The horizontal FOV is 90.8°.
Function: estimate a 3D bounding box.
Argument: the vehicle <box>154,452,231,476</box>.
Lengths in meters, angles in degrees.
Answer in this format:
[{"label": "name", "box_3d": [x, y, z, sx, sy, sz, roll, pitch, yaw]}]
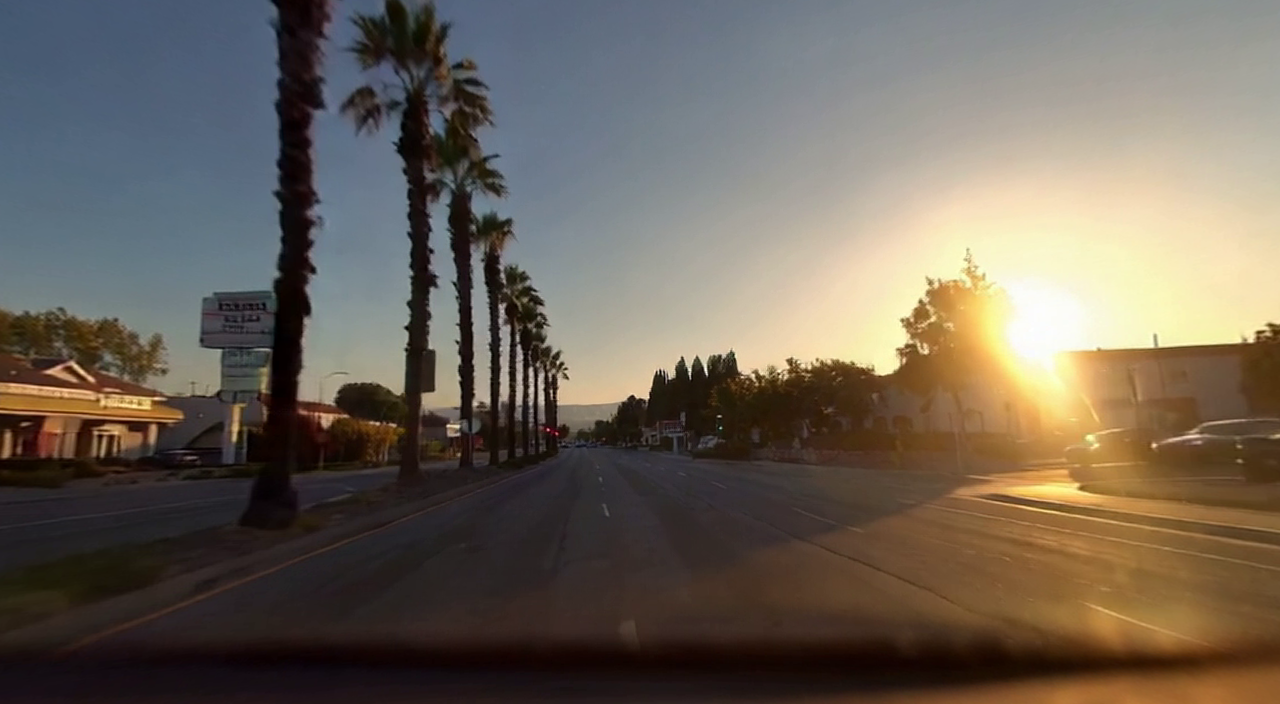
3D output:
[{"label": "vehicle", "box_3d": [-30.174, 7.540, 42.774, 1.945, 1.444, 4.428, -4, -9, 1]}]

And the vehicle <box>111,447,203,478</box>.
[{"label": "vehicle", "box_3d": [-33.140, 7.541, 43.606, 2.236, 1.982, 5.467, 0, -8, -4]}]

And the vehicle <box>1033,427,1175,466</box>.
[{"label": "vehicle", "box_3d": [18.665, 3.794, 25.510, 4.382, 1.463, 1.869, 1, -9, -6]}]
